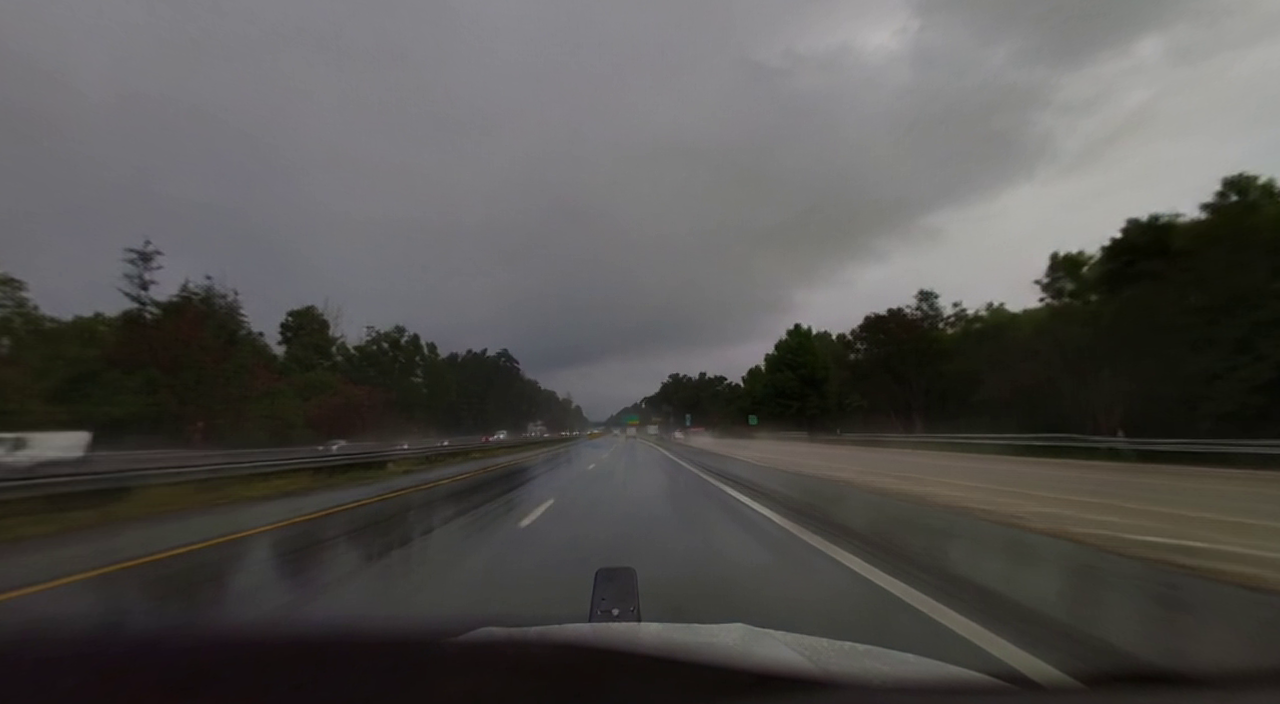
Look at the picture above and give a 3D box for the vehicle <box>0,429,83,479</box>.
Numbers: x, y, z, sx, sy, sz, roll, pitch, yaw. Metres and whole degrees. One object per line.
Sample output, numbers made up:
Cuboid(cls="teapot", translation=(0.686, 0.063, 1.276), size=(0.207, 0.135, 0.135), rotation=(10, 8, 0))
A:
Cuboid(cls="vehicle", translation=(-29.877, 4.745, 29.537), size=(2.218, 2.231, 5.714), rotation=(0, -8, -1))
